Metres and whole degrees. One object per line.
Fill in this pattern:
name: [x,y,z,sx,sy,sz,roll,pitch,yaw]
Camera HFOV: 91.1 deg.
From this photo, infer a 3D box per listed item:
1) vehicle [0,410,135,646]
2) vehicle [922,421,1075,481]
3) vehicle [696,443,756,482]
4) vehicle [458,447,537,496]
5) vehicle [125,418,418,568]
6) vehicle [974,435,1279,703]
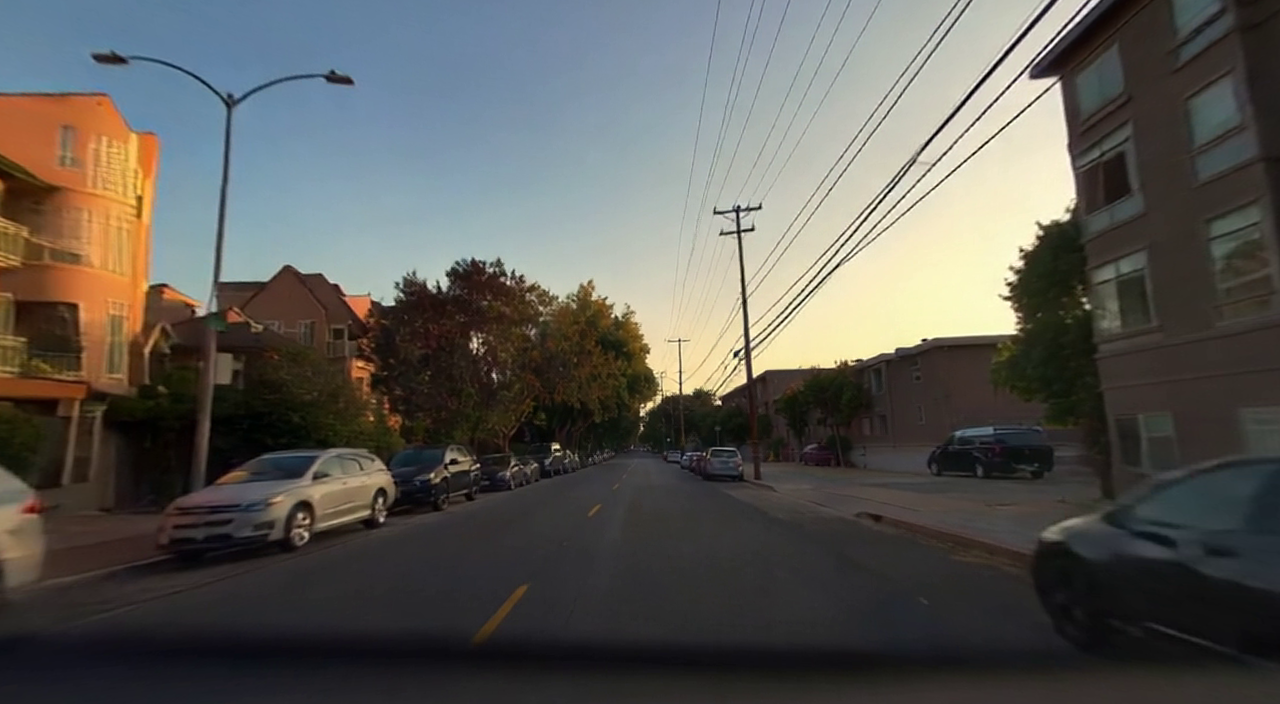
vehicle: [-6.190,1.303,3.935,2.056,1.876,4.824,-2,-8,0]
vehicle: [14.028,3.964,25.313,2.229,2.040,6.832,0,-9,1]
vehicle: [4.074,5.311,30.541,2.328,1.730,4.225,0,-9,0]
vehicle: [-6.003,5.053,27.069,2.247,1.698,4.944,-4,-8,-1]
vehicle: [-6.219,2.498,11.758,2.120,1.989,5.616,-3,-10,0]
vehicle: [3.800,1.135,3.059,1.901,1.439,4.131,0,-9,-3]
